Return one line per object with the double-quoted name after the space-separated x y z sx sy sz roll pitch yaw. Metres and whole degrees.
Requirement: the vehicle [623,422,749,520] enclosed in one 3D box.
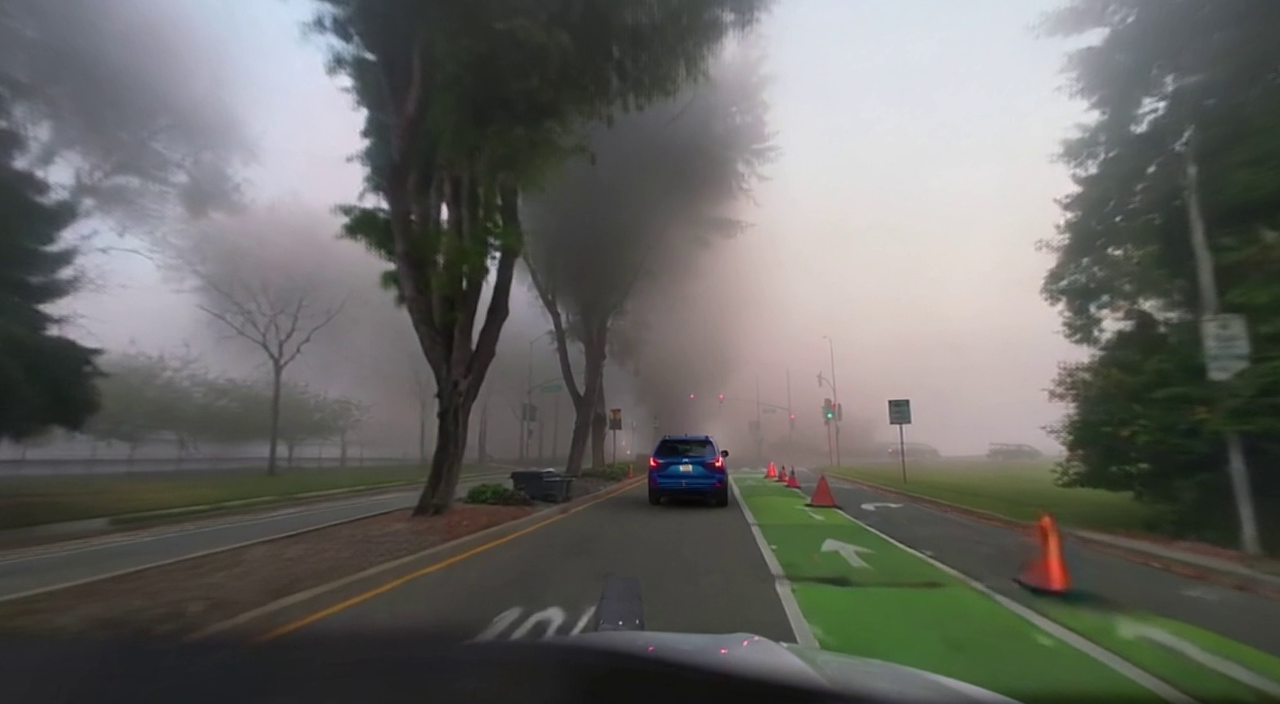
1.086 2.558 14.141 2.339 1.790 4.629 -1 -9 6 "vehicle"
